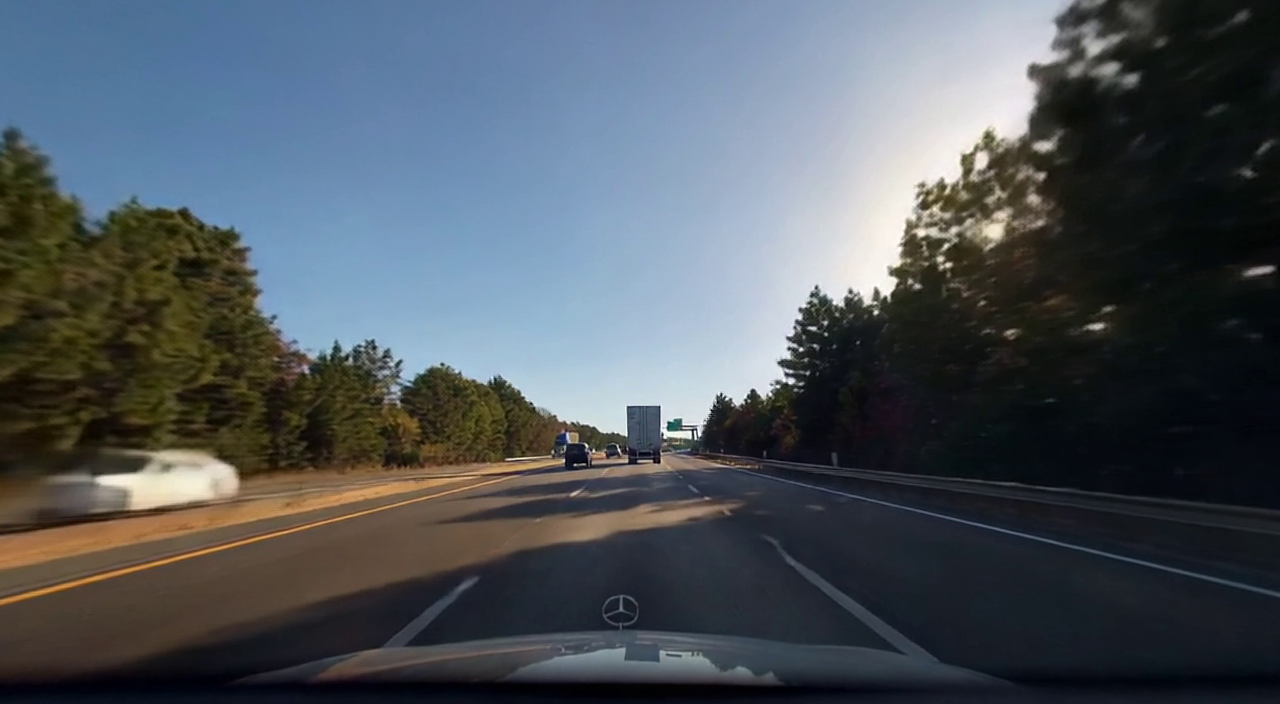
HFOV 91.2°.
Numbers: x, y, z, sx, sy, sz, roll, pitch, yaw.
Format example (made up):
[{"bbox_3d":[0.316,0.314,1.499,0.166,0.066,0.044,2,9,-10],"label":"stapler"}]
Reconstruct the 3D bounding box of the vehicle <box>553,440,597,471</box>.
[{"bbox_3d":[-3.657,5.922,35.924,2.112,1.645,4.129,0,-9,0],"label":"vehicle"}]

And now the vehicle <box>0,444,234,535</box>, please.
[{"bbox_3d":[-10.402,2.611,12.506,1.845,1.488,4.104,0,-9,0],"label":"vehicle"}]

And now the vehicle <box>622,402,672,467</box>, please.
[{"bbox_3d":[0.390,6.026,44.864,3.100,4.091,10.664,0,-9,0],"label":"vehicle"}]
